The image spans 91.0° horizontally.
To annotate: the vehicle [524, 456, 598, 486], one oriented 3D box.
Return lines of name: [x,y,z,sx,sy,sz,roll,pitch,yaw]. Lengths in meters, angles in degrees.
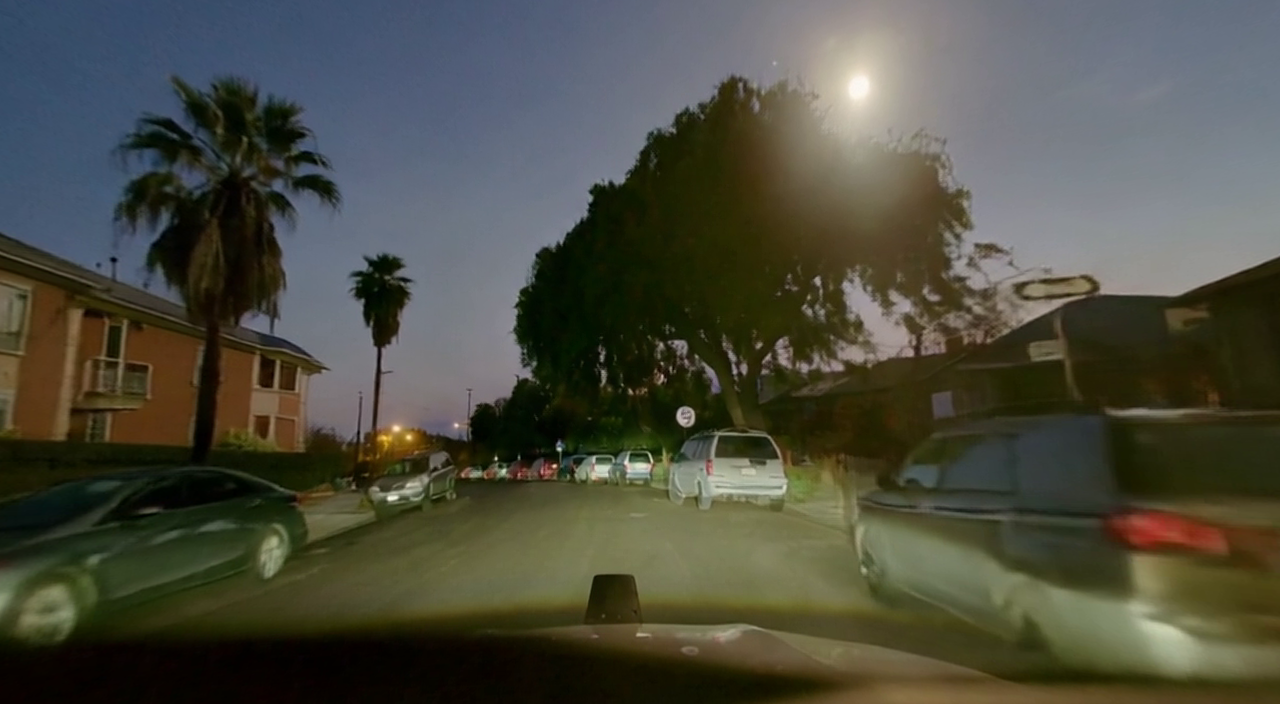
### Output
vehicle: [-4.513,6.594,35.252,2.108,1.503,4.977,6,-11,-32]

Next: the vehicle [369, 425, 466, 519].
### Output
vehicle: [-7.060,3.866,20.598,2.337,2.289,6.092,-6,-9,-16]

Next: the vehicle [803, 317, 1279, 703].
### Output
vehicle: [2.614,1.080,4.016,2.076,1.658,4.604,-1,-9,3]

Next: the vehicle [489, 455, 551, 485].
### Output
vehicle: [-7.631,7.398,39.696,1.918,1.753,4.655,7,-12,-36]

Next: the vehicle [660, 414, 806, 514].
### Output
vehicle: [1.998,2.686,15.365,2.139,1.997,4.864,1,-9,-8]

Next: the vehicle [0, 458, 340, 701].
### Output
vehicle: [-4.947,1.768,5.970,1.908,1.482,4.612,0,-9,0]
